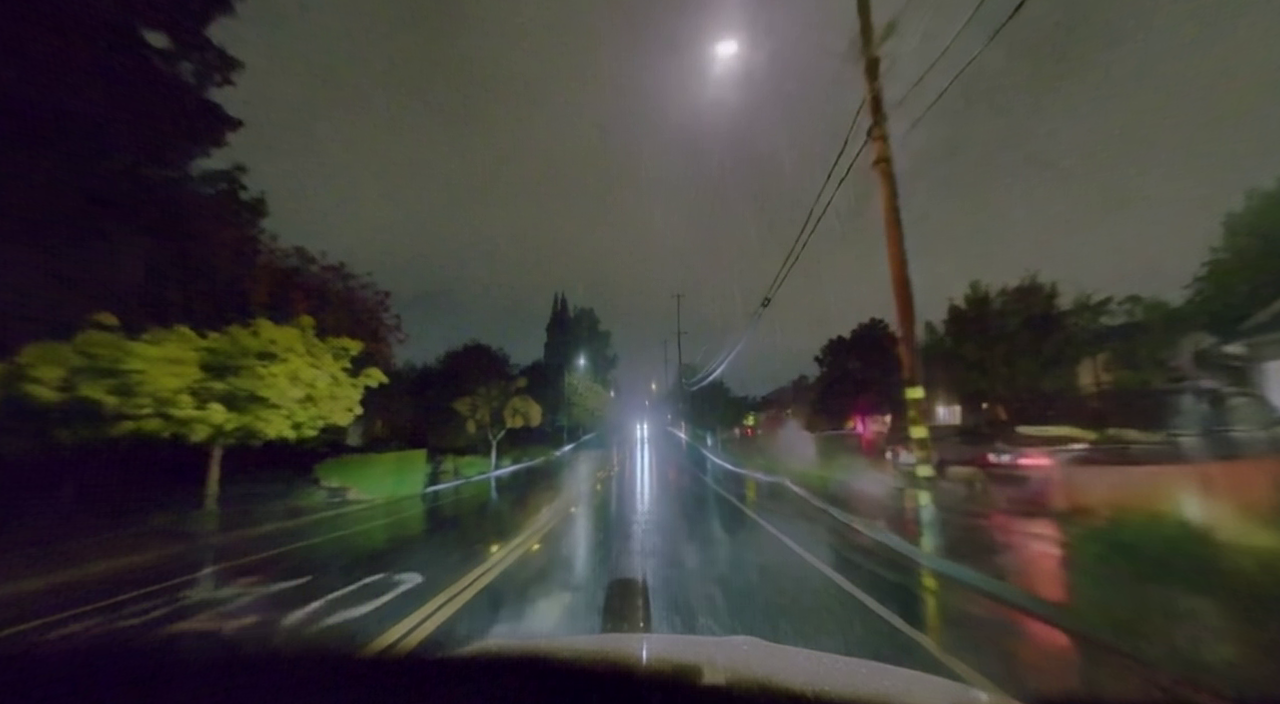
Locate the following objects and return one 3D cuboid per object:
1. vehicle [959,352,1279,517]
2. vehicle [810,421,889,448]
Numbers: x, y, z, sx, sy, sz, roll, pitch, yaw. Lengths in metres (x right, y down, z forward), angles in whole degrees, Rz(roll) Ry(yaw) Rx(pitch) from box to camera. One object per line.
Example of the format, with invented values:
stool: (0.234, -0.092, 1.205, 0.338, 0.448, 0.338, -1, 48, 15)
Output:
vehicle: (9.234, 1.354, 10.730, 6.133, 2.254, 2.383, -3, -10, -2)
vehicle: (15.178, 6.008, 45.647, 5.046, 1.548, 2.174, -8, -11, 25)
